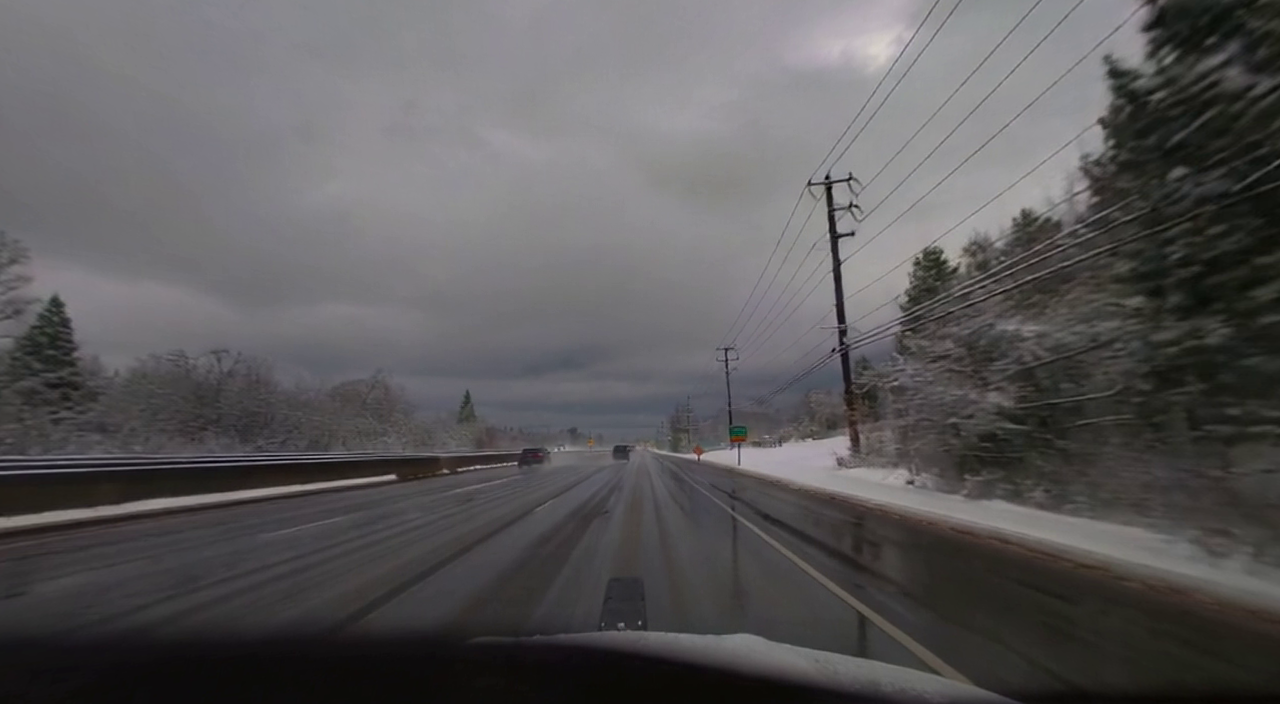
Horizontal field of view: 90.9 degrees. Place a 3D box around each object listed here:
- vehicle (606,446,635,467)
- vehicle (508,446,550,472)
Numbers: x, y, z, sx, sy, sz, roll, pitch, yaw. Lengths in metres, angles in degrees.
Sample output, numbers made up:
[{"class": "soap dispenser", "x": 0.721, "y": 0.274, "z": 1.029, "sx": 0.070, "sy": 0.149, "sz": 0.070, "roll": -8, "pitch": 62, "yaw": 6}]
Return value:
[{"class": "vehicle", "x": -1.418, "y": 7.791, "z": 47.047, "sx": 1.968, "sy": 1.462, "sz": 3.937, "roll": 0, "pitch": -9, "yaw": 1}, {"class": "vehicle", "x": -6.878, "y": 6.673, "z": 39.451, "sx": 1.911, "sy": 1.491, "sz": 3.624, "roll": 0, "pitch": -9, "yaw": 2}]
